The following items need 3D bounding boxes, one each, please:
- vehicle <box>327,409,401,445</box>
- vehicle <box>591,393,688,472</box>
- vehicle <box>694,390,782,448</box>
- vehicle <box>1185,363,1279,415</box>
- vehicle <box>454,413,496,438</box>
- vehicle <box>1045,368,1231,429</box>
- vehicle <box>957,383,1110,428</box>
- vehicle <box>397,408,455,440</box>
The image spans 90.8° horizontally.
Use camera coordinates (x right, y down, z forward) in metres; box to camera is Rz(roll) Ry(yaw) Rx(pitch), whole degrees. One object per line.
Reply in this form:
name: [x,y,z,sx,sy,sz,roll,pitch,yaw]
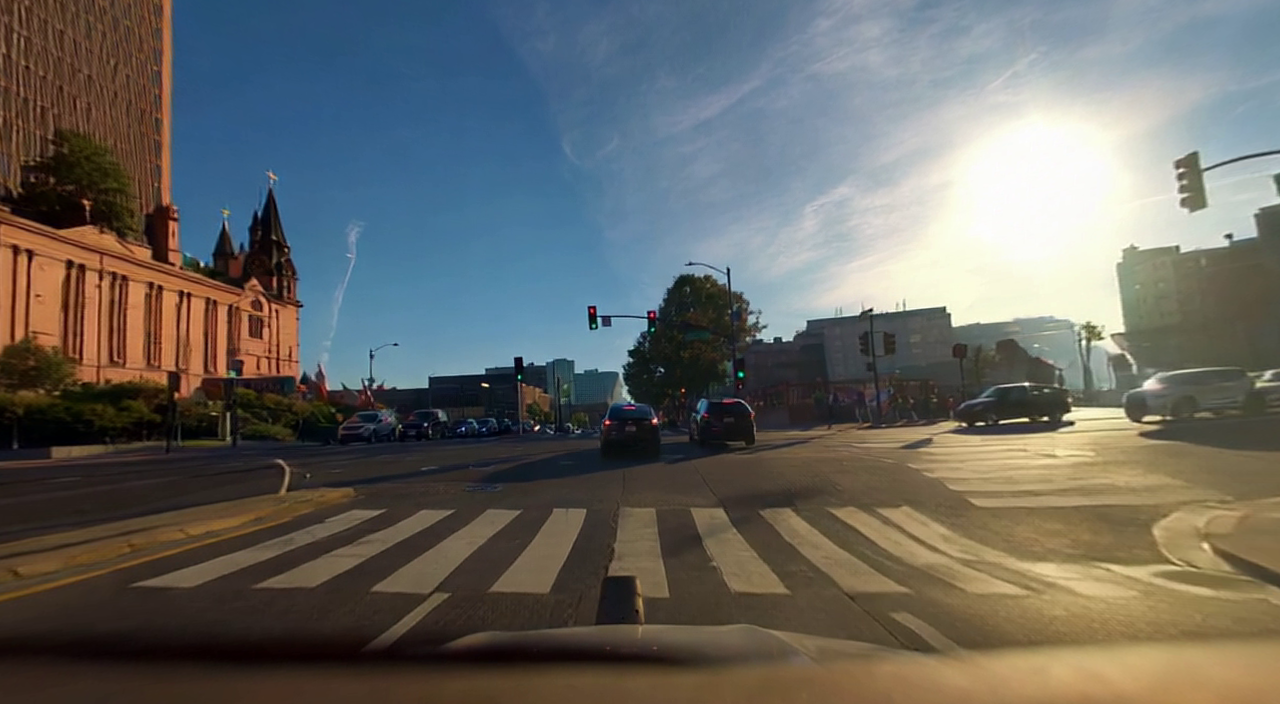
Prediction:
vehicle: [-15.913,4.443,36.768,1.969,1.896,5.404,1,-8,-2]
vehicle: [-0.125,1.948,16.250,2.168,1.776,4.135,1,-4,-3]
vehicle: [3.217,2.241,21.729,2.080,1.735,4.650,0,-5,-3]
vehicle: [24.769,1.501,24.962,4.428,1.928,2.190,0,-6,-2]
vehicle: [-12.711,5.733,48.935,2.170,1.746,4.565,0,-9,-2]
vehicle: [16.795,1.609,21.483,4.512,1.734,2.143,-3,-6,-3]
vehicle: [15.015,2.068,24.308,4.488,1.475,2.083,-2,-5,-2]
vehicle: [-12.958,4.420,38.521,2.069,1.790,4.358,1,-8,-2]
